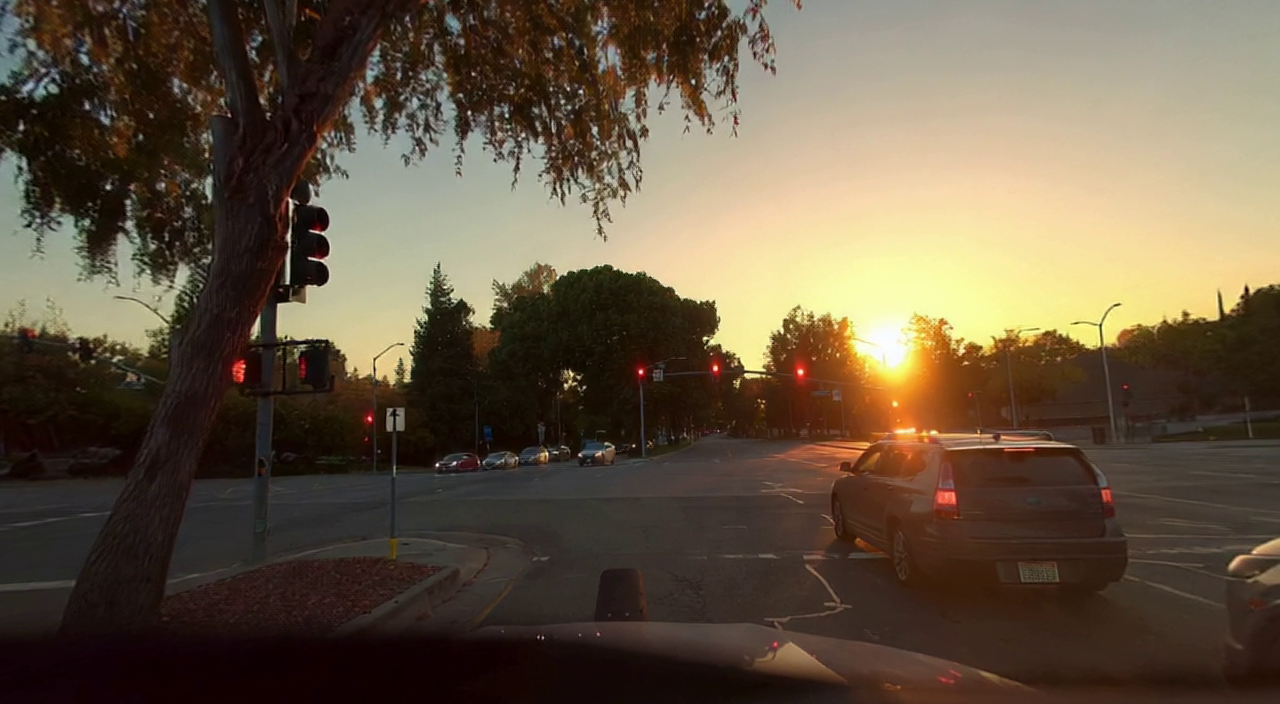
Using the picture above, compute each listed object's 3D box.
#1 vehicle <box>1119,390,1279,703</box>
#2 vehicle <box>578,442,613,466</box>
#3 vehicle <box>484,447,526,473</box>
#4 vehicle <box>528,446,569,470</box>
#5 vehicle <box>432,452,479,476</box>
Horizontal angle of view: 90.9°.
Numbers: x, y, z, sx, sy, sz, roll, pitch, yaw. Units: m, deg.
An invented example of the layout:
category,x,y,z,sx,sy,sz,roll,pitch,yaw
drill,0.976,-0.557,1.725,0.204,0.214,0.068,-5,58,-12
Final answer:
category,x,y,z,sx,sy,sz,roll,pitch,yaw
vehicle,3.060,0.614,0.422,1.978,1.468,4.544,0,-9,1
vehicle,-3.429,8.000,49.529,2.215,1.732,4.684,-1,-9,3
vehicle,-9.770,7.837,45.937,2.064,1.725,4.243,0,-9,1
vehicle,-6.535,7.608,45.495,2.126,1.657,4.307,-1,-9,2
vehicle,-13.386,8.115,45.985,2.101,1.637,4.304,0,-9,1
